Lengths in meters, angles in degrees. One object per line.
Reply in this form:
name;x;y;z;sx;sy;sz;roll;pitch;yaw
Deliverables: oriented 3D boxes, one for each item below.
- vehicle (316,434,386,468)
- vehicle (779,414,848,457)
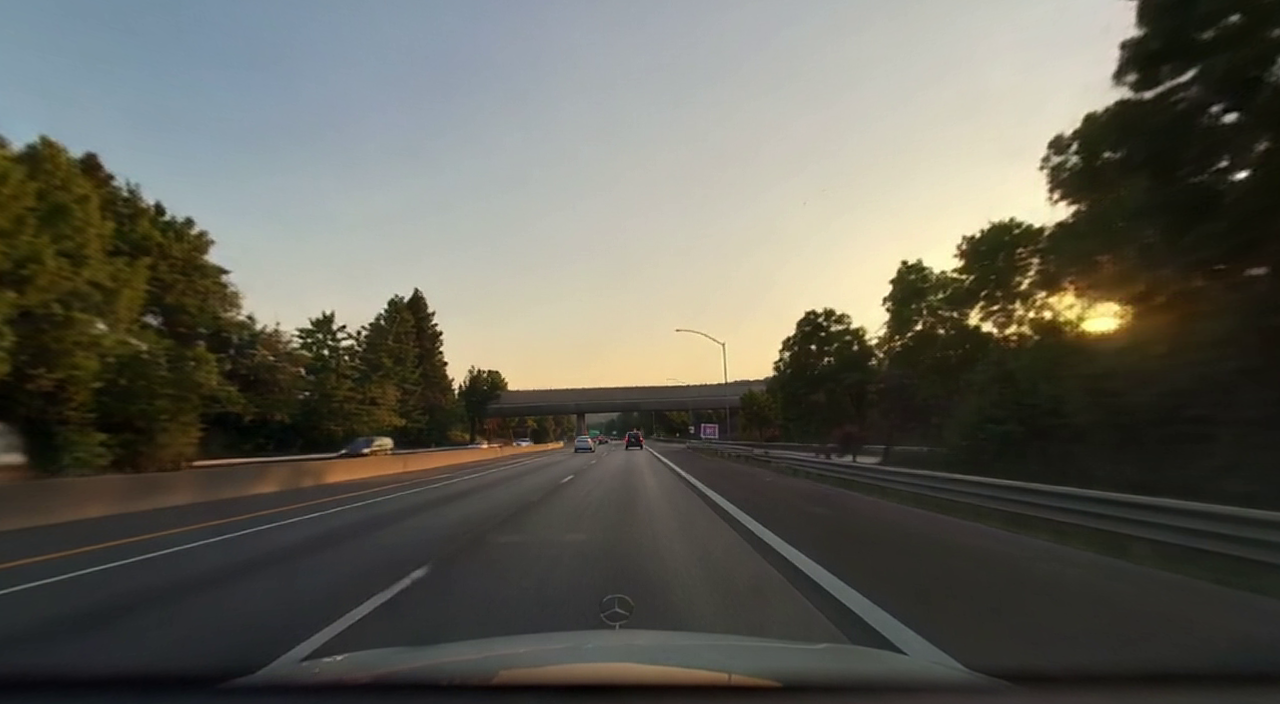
vehicle;-16.742;5.735;36.729;1.946;1.804;4.654;0;-8;-1
vehicle;9.249;4.493;34.000;2.123;2.156;4.679;0;-8;-3
